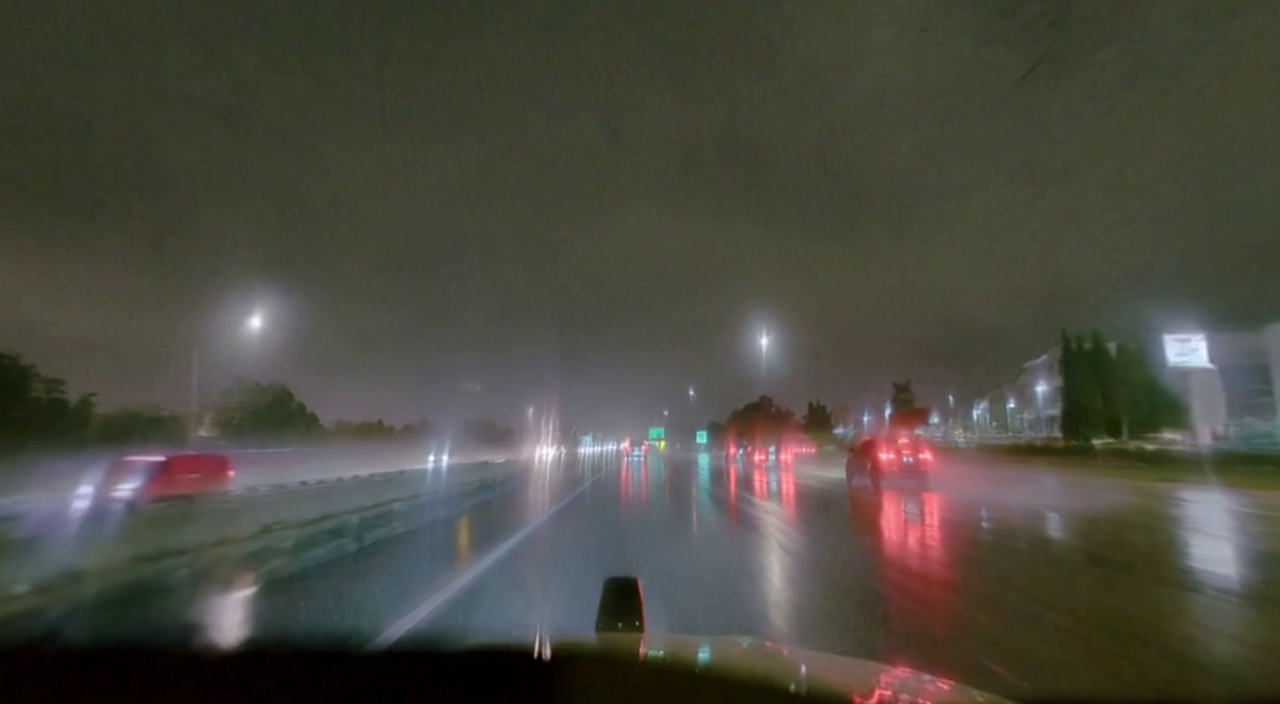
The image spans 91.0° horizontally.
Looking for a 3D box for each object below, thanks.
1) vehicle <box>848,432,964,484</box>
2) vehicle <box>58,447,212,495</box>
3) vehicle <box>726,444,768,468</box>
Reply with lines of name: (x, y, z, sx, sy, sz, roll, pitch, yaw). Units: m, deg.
vehicle: (10.931, 4.409, 26.477, 2.387, 1.936, 5.646, 0, -9, 0)
vehicle: (-19.862, 4.660, 25.140, 2.019, 1.701, 4.913, 0, -9, 1)
vehicle: (7.315, 7.139, 43.343, 2.053, 1.553, 4.463, 0, -9, -1)
